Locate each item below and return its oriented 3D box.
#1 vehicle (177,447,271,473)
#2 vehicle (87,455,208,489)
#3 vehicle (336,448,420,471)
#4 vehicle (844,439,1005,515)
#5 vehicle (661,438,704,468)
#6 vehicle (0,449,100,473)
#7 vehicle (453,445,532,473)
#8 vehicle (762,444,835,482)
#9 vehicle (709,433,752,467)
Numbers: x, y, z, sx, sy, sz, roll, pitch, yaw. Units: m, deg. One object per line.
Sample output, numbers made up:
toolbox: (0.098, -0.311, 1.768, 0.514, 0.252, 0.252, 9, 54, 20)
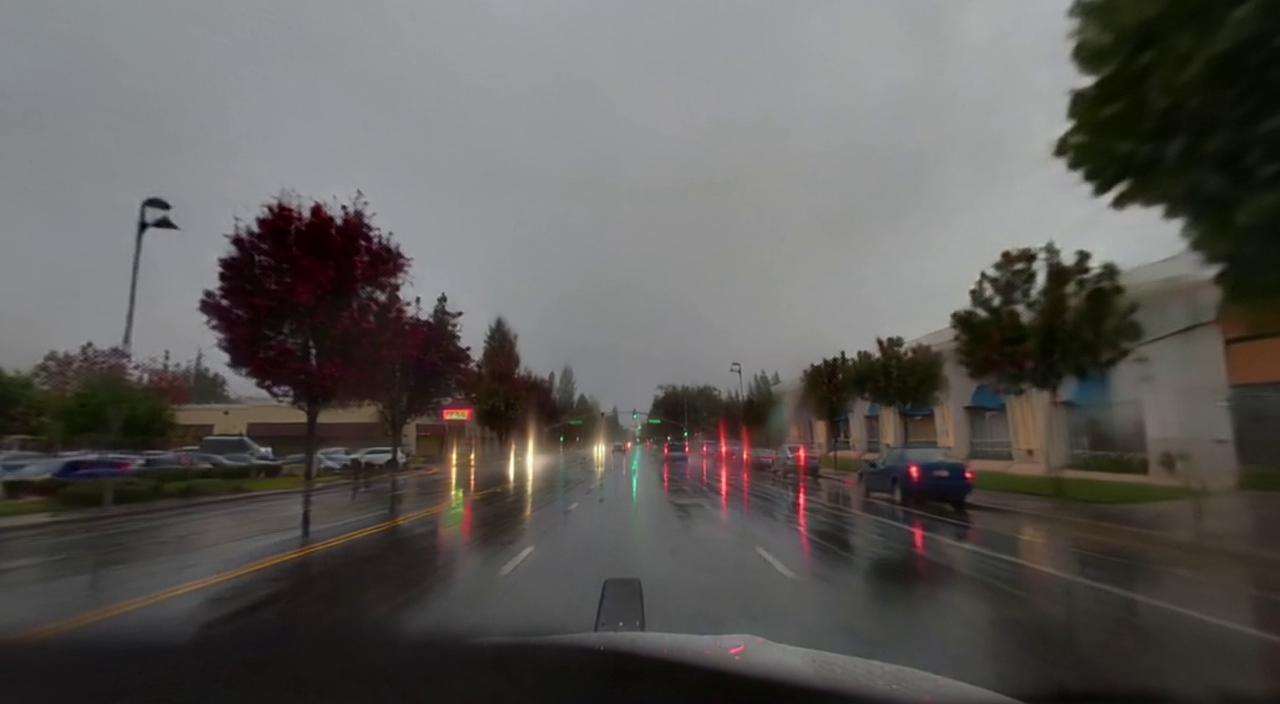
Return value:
vehicle: (-25.471, 6.613, 38.917, 1.893, 1.477, 4.621, -3, -9, 15)
vehicle: (-23.811, 5.794, 30.770, 1.768, 1.429, 4.423, -2, -9, 13)
vehicle: (-16.925, 6.949, 40.923, 4.635, 1.457, 2.060, -2, -9, 11)
vehicle: (7.157, 3.156, 16.536, 1.994, 1.691, 4.472, 0, -8, -2)
vehicle: (2.710, 6.647, 41.669, 2.293, 1.814, 4.589, 0, -8, -3)
vehicle: (-38.830, 7.159, 41.707, 1.864, 1.502, 4.432, -2, -9, 14)
vehicle: (-9.011, 6.496, 38.555, 4.700, 1.567, 2.165, -7, -11, 37)
vehicle: (7.286, 5.133, 29.647, 1.951, 1.601, 5.147, 0, -8, -2)
vehicle: (6.956, 7.578, 49.090, 2.323, 2.433, 5.901, 0, -8, -1)
